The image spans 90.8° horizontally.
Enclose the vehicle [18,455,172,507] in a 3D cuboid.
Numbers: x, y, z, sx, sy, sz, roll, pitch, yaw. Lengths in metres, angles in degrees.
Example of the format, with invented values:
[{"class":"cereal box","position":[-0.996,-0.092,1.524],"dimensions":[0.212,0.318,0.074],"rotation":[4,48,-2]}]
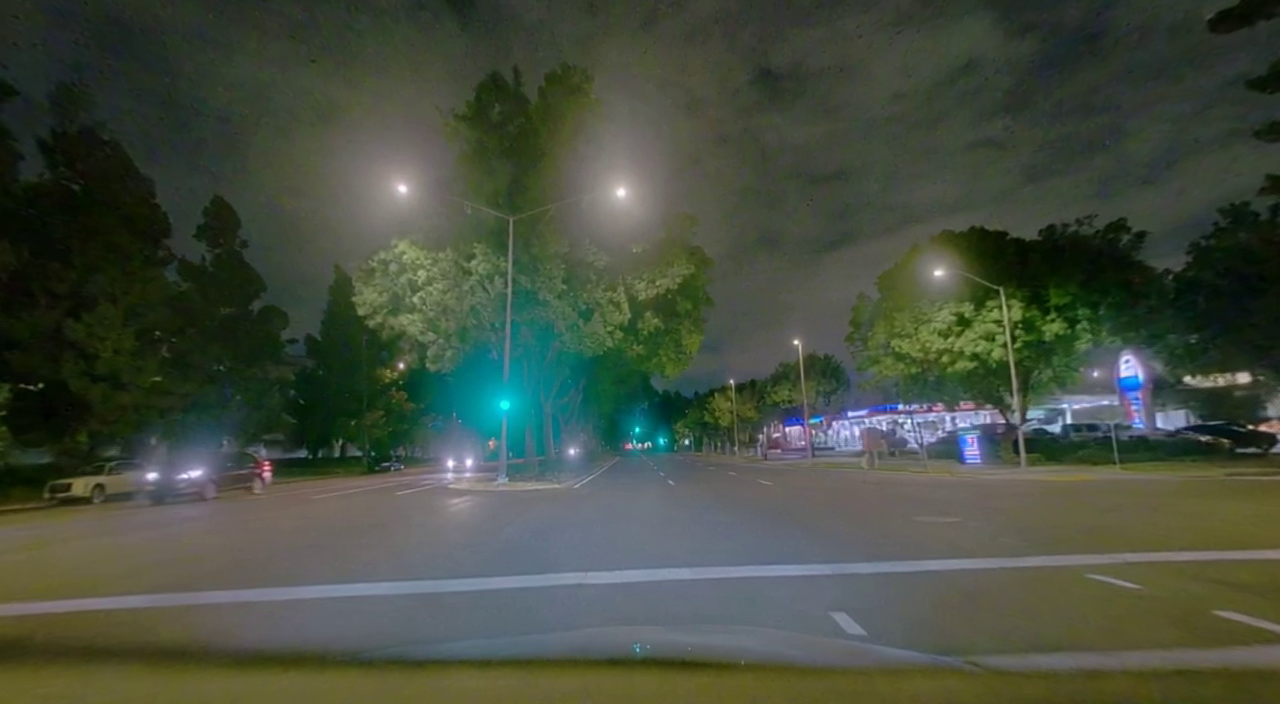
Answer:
[{"class":"vehicle","position":[-21.718,5.116,25.535],"dimensions":[2.034,1.783,4.796],"rotation":[0,-8,-2]}]

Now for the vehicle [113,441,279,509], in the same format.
[{"class":"vehicle","position":[-12.623,3.475,18.347],"dimensions":[1.876,1.722,3.984],"rotation":[0,-8,0]}]
